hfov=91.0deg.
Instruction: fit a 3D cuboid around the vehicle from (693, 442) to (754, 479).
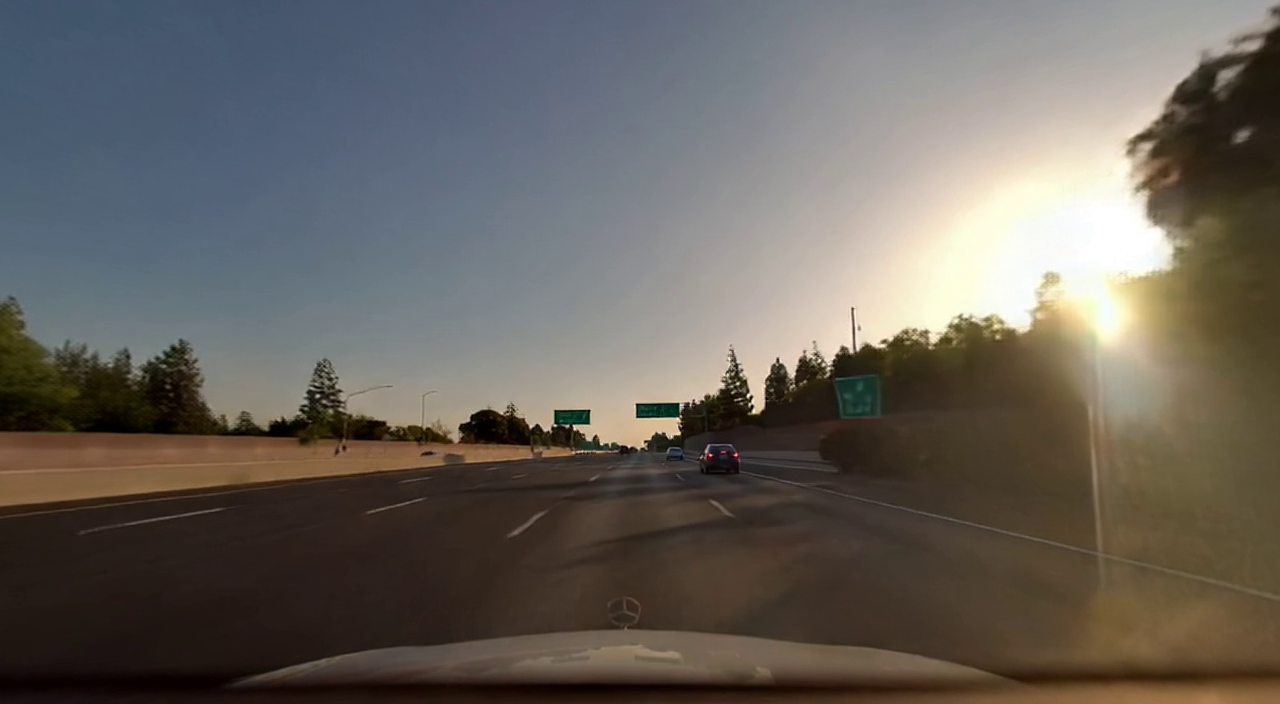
[{"bbox_3d":[3.545,4.696,27.547,2.033,1.501,4.398,0,-9,-1],"label":"vehicle"}]
